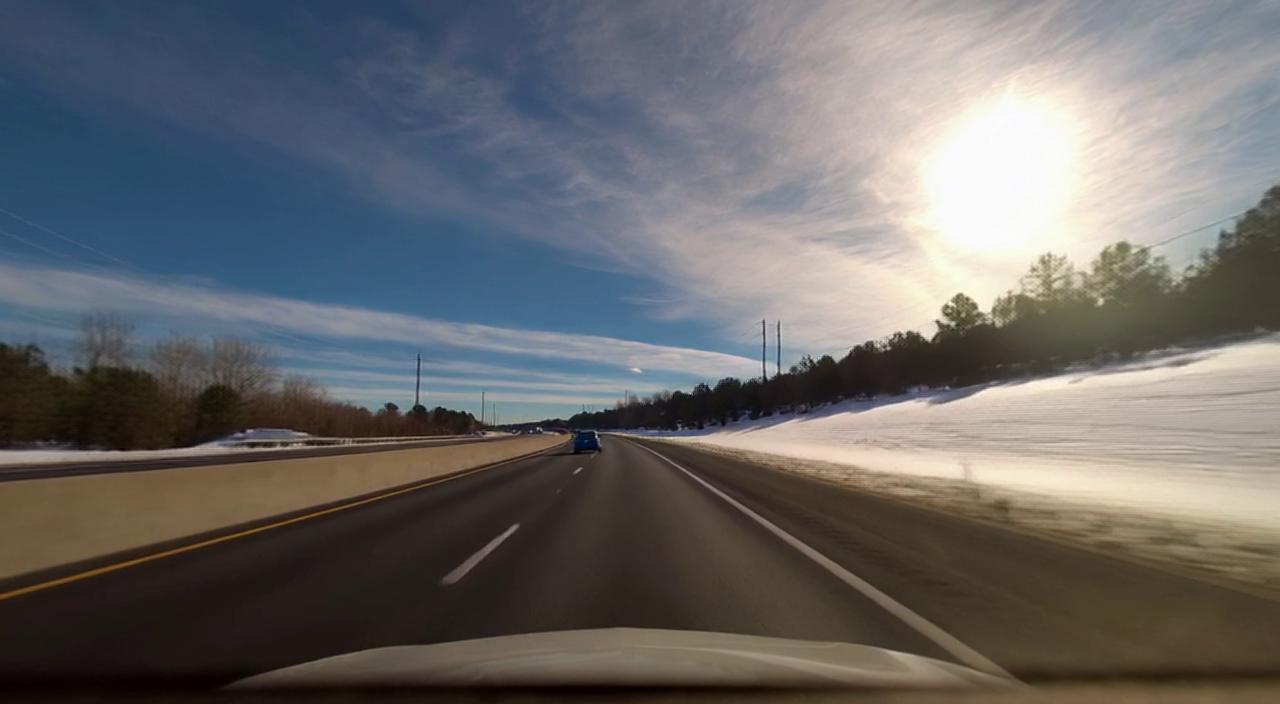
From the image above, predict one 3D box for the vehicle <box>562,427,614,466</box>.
[{"bbox_3d":[-2.163,4.081,27.264,1.999,1.536,3.969,0,-8,-1],"label":"vehicle"}]
